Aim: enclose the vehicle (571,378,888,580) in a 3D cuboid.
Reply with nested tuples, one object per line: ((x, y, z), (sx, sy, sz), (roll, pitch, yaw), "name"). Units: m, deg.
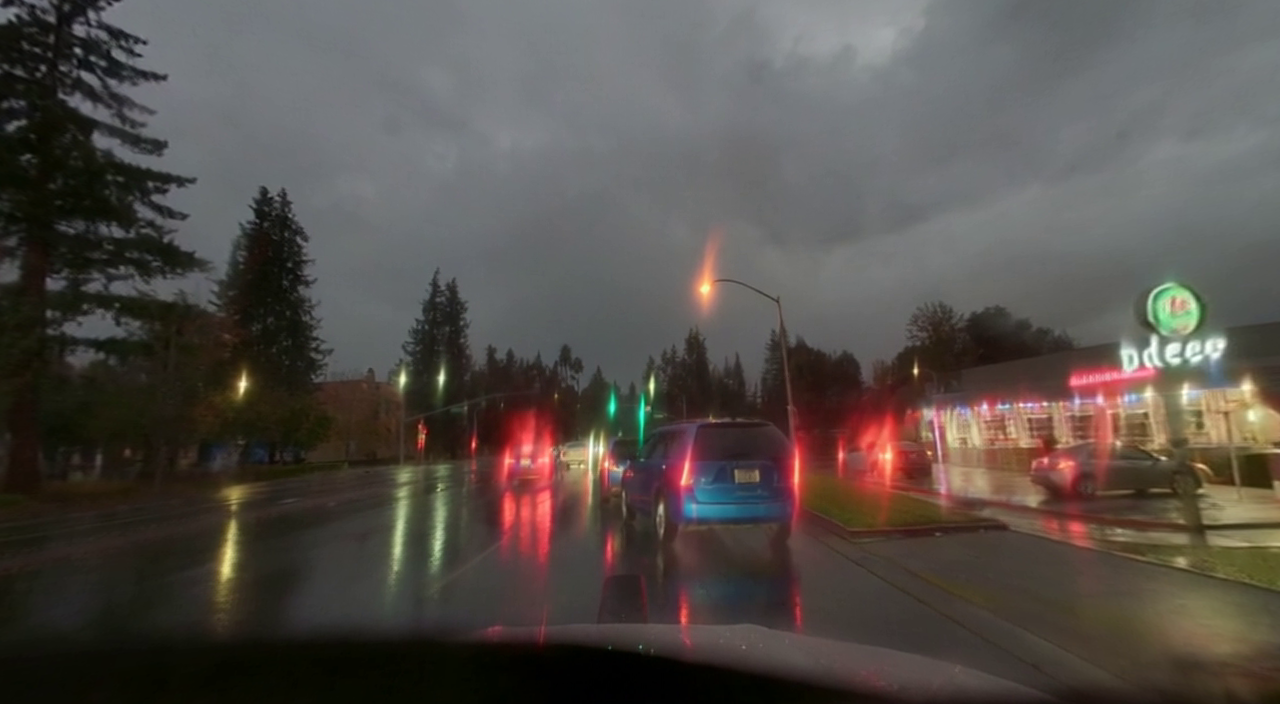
((0.805, 1.605, 8.703), (2.052, 1.955, 4.642), (4, -9, -25), "vehicle")

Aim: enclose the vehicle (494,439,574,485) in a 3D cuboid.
((-3.694, 3.929, 22.773), (2.026, 1.466, 4.282), (0, -8, 2), "vehicle")

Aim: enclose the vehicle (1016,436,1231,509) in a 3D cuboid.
((12.231, 3.052, 16.093), (3.871, 1.525, 1.835), (-3, -9, 0), "vehicle")
